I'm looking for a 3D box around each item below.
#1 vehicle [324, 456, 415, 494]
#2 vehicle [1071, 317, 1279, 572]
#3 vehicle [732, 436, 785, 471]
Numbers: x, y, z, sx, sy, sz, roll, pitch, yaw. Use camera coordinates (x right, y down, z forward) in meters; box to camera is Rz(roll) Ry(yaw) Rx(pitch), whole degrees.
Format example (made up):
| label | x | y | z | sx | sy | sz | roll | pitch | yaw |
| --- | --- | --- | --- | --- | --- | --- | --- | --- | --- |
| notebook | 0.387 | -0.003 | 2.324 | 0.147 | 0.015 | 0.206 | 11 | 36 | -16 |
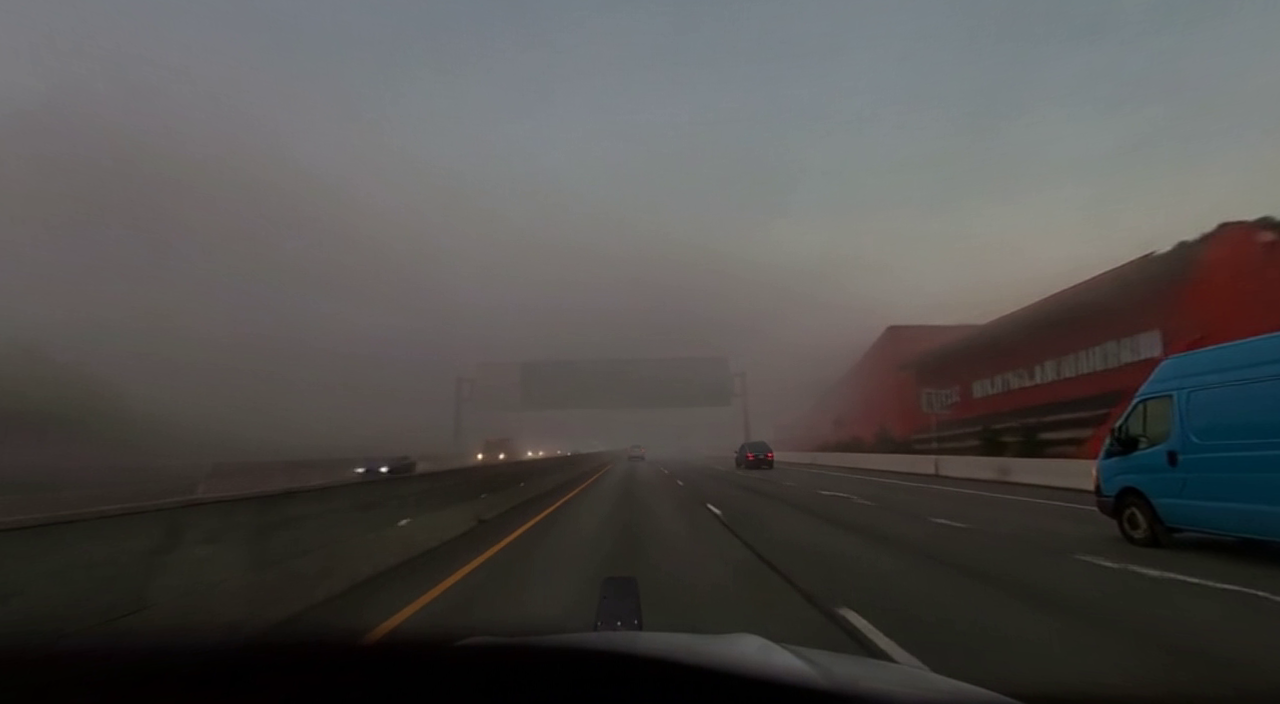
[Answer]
| label | x | y | z | sx | sy | sz | roll | pitch | yaw |
| --- | --- | --- | --- | --- | --- | --- | --- | --- | --- |
| vehicle | -11.691 | 5.320 | 27.561 | 1.949 | 1.466 | 4.651 | 0 | -9 | -1 |
| vehicle | 7.823 | 0.954 | 6.494 | 2.283 | 2.631 | 6.053 | 0 | -9 | -1 |
| vehicle | 7.174 | 6.229 | 38.604 | 2.156 | 1.943 | 5.010 | 0 | -9 | -1 |
